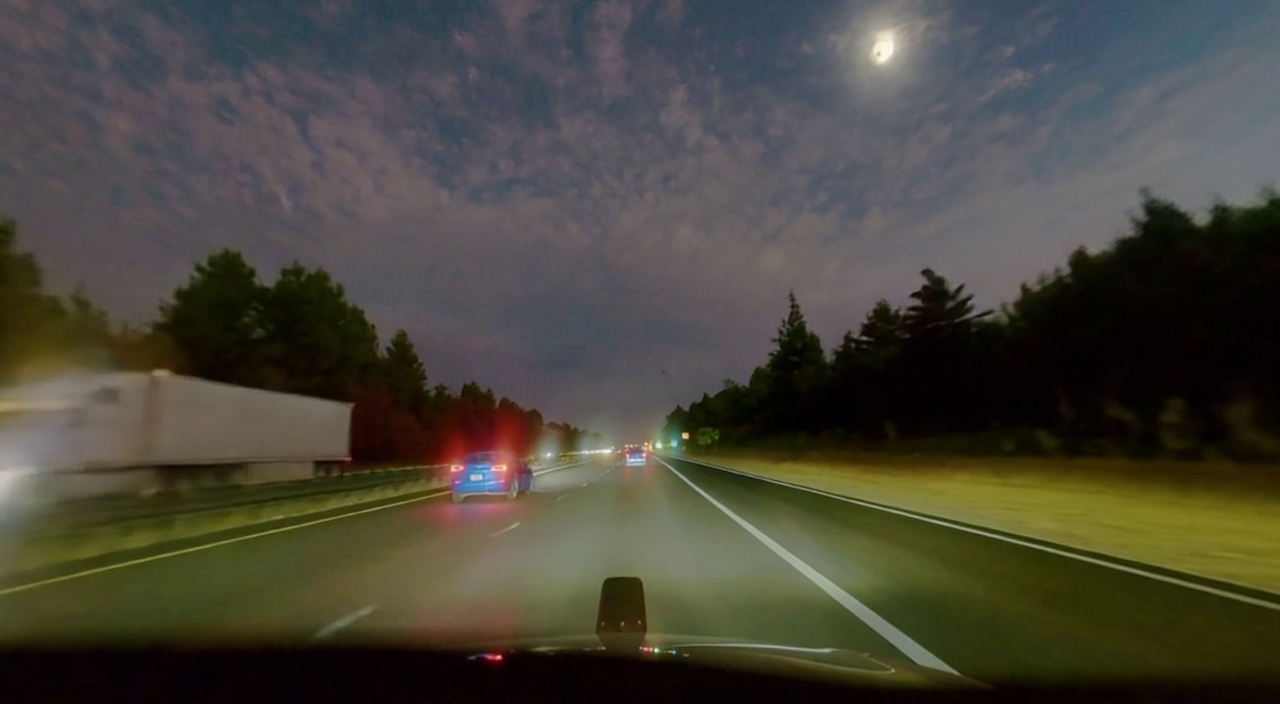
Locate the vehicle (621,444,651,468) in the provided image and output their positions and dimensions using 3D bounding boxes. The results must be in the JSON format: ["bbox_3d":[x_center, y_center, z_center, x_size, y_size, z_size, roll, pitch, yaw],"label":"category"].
[{"bbox_3d":[-0.242,7.217,43.789,2.011,1.590,3.607,0,-9,1],"label":"vehicle"}]

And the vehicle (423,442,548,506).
[{"bbox_3d":[-3.931,3.188,16.984,2.157,1.483,4.601,0,-9,1],"label":"vehicle"}]

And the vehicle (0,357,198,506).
[{"bbox_3d":[-17.196,2.445,19.086,3.013,3.781,6.029,0,-9,1],"label":"vehicle"}]
